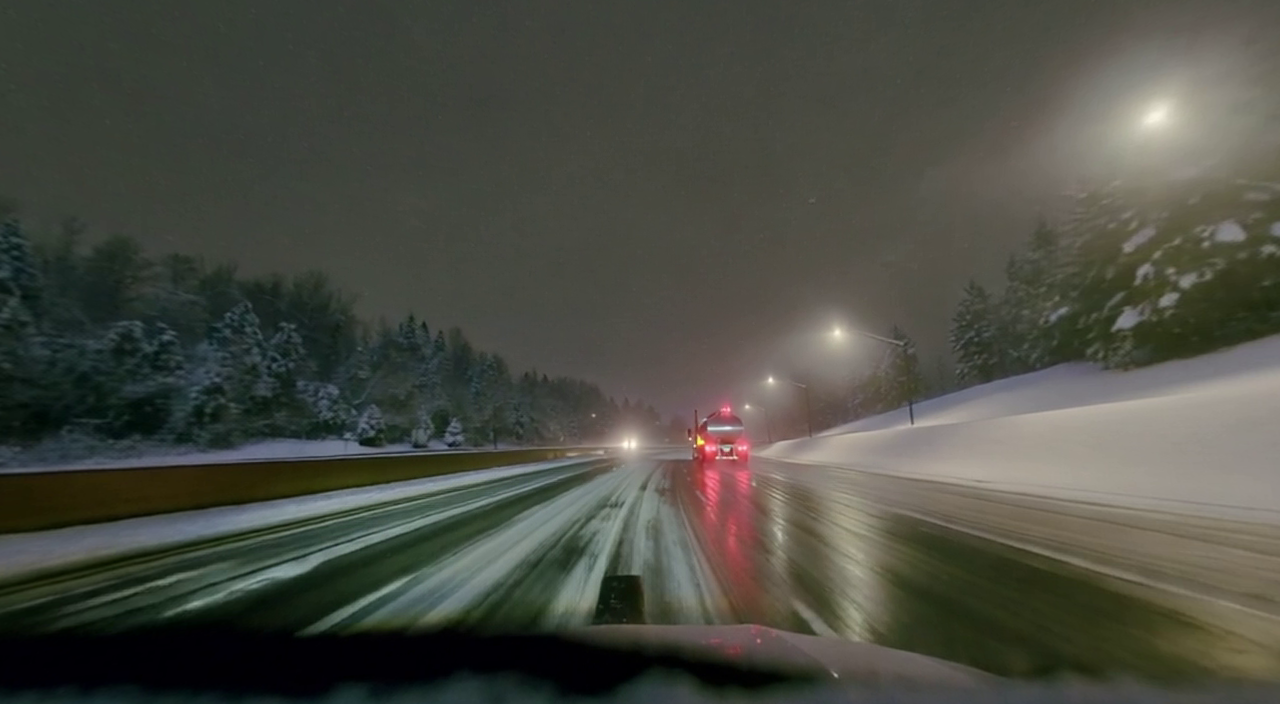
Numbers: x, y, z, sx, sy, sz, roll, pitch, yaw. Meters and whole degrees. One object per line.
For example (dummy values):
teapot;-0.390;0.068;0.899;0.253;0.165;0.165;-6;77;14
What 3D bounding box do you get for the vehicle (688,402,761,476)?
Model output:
vehicle;4.675;5.345;38.258;2.880;3.624;14.397;0;-8;2
